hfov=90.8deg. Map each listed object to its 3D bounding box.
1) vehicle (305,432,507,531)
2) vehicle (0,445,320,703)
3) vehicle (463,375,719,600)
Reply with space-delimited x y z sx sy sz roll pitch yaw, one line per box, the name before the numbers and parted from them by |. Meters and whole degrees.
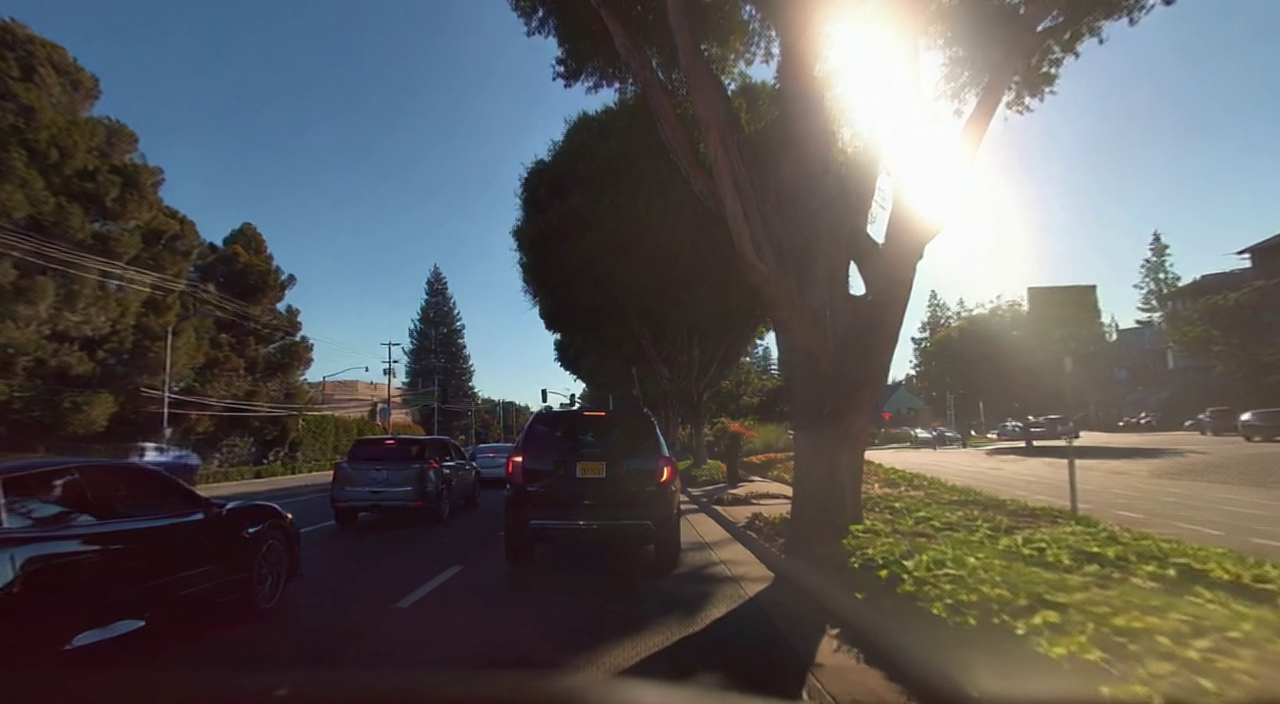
vehicle | -4.053 2.311 11.929 2.087 1.485 4.452 0 -8 0
vehicle | -3.745 1.140 3.230 1.865 1.314 4.461 0 -8 0
vehicle | -0.384 1.353 7.020 2.012 1.769 3.897 0 -8 0
